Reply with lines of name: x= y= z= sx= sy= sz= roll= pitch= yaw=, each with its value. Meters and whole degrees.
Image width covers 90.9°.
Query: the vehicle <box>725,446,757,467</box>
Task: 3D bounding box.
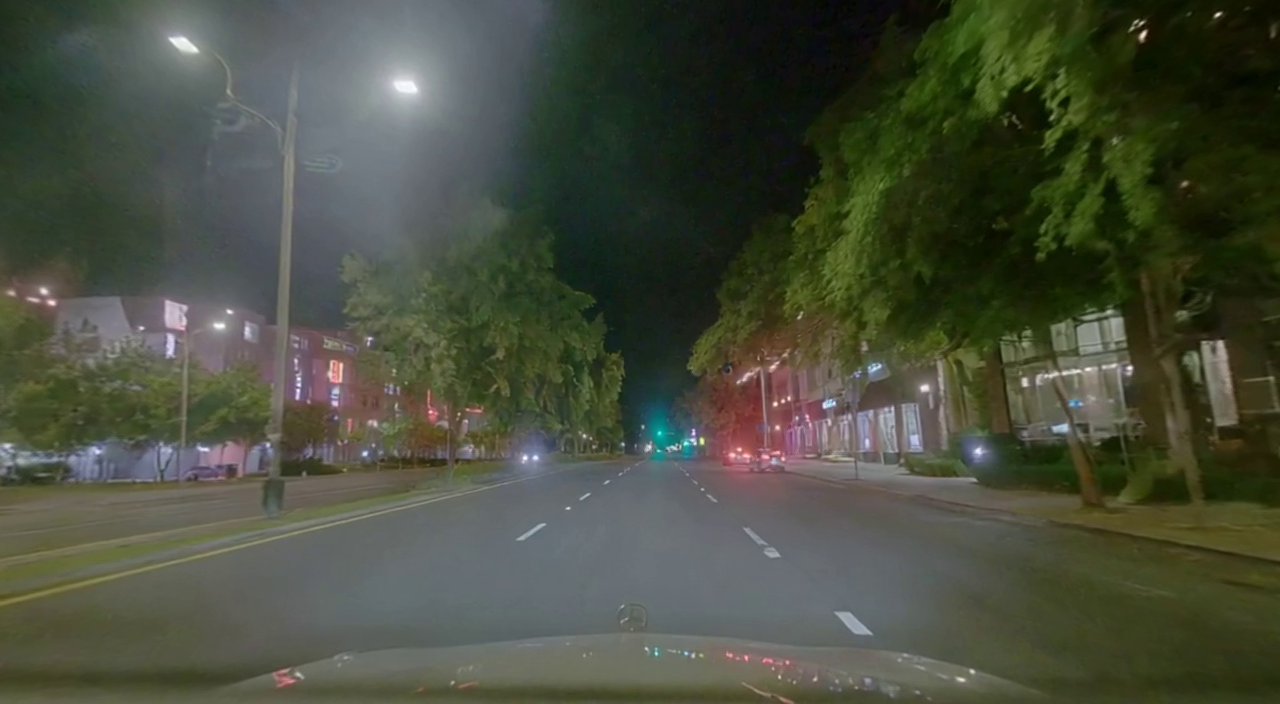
vehicle: x=7.931 y=8.255 z=50.000 sx=1.923 sy=1.498 sz=4.676 roll=0 pitch=-9 yaw=2

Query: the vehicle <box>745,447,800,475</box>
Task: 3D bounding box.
vehicle: x=7.591 y=6.247 z=36.560 sx=2.119 sy=1.458 sz=4.965 roll=1 pitch=-9 yaw=0
